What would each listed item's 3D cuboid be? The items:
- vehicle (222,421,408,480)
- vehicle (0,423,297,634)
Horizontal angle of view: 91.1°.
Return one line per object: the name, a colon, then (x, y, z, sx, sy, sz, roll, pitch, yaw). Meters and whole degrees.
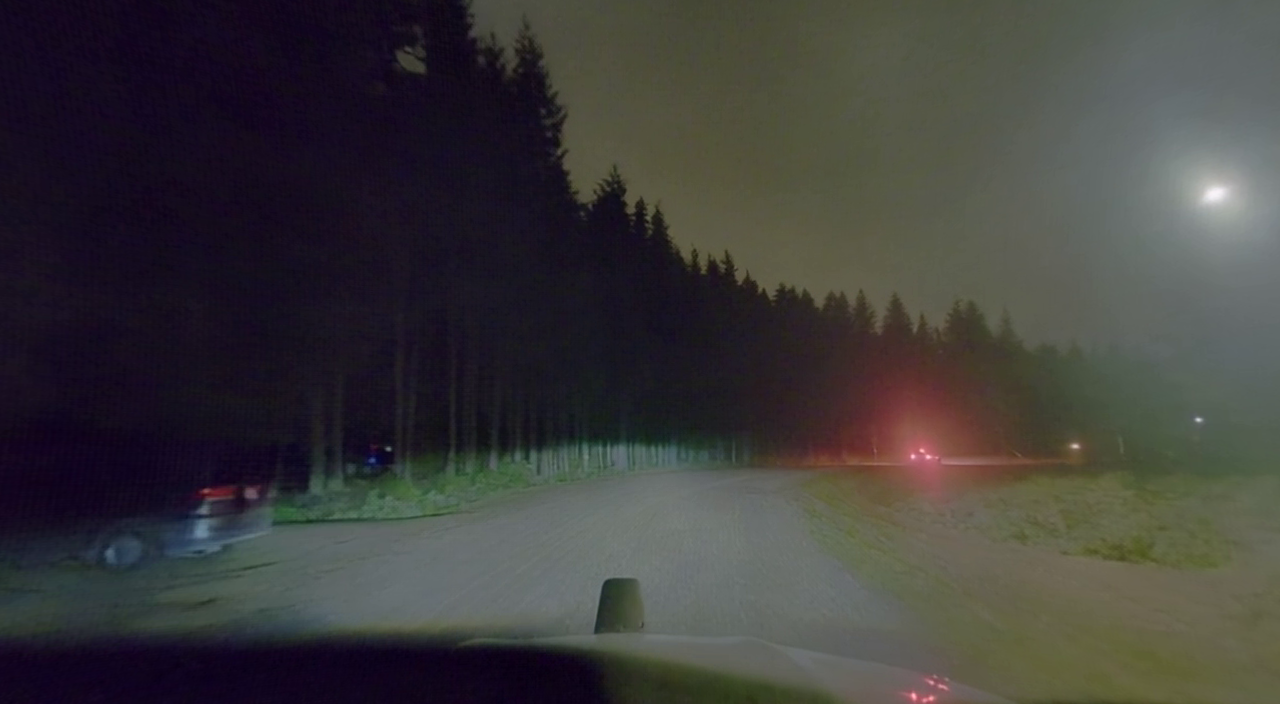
vehicle: (-9.597, 2.932, 18.742, 4.594, 1.607, 1.873, -1, -9, 8)
vehicle: (-5.740, 1.537, 6.009, 2.166, 1.512, 4.822, 0, -10, 0)
